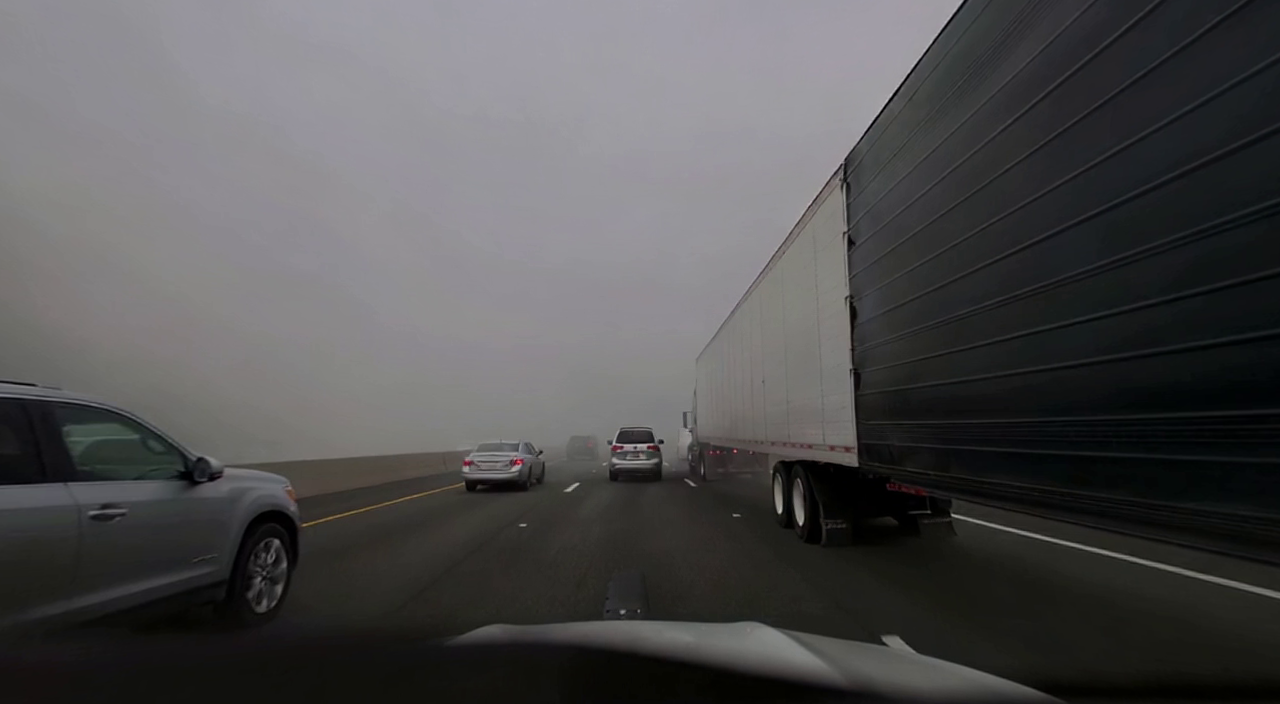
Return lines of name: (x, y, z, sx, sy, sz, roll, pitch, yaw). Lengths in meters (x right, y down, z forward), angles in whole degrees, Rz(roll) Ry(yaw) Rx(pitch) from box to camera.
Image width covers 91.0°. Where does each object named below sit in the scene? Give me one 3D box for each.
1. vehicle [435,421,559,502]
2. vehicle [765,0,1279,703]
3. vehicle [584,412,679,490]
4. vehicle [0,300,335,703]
vehicle: (-3.550, 2.837, 16.663, 2.120, 1.812, 4.659, 0, -8, 1)
vehicle: (3.557, -0.394, 2.608, 2.852, 4.121, 16.210, 0, -8, 0)
vehicle: (-0.290, 3.259, 20.994, 2.704, 2.216, 5.804, 0, -8, -1)
vehicle: (-3.315, 0.715, 2.051, 2.193, 1.803, 4.958, 0, -8, -1)
